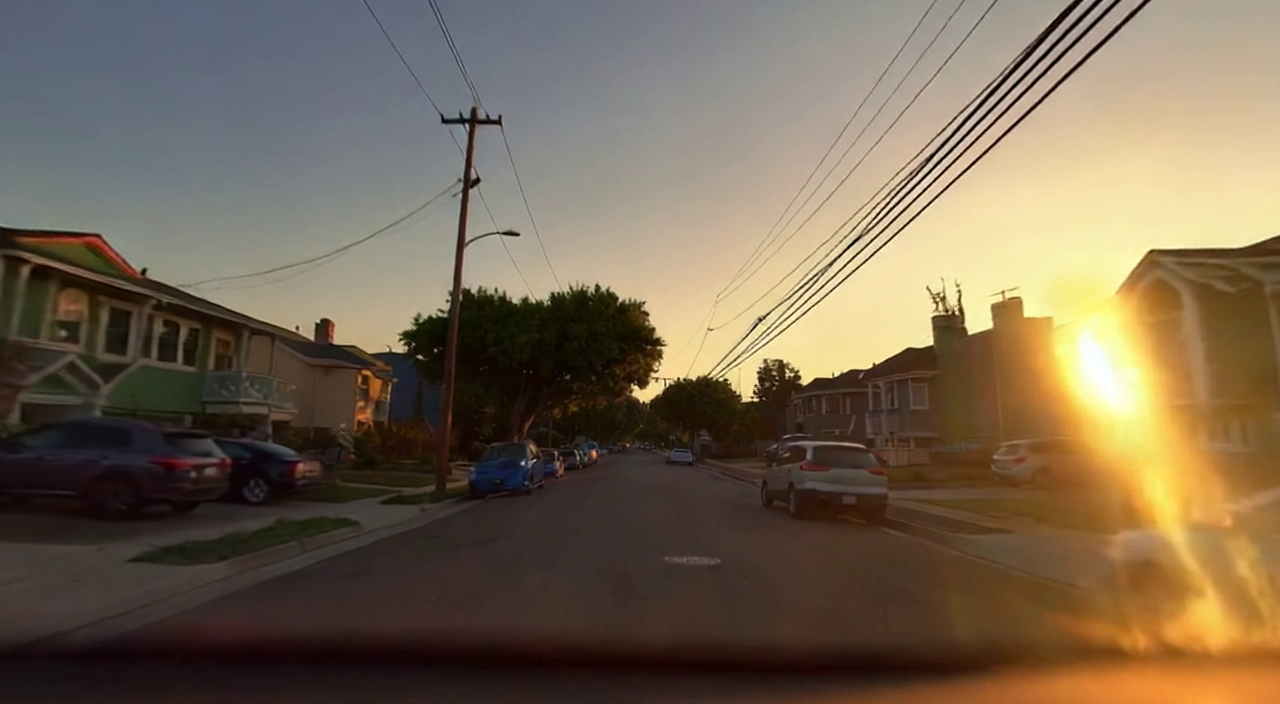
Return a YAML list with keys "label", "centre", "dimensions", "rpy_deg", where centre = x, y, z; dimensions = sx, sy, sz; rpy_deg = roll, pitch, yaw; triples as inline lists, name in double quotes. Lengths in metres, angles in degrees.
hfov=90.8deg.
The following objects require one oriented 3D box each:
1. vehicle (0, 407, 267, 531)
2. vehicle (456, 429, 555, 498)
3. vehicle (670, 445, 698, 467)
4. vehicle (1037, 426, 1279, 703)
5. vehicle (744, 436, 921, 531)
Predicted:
- label: "vehicle"
  centre: [-9.088, 1.890, 10.453]
  dimensions: [4.469, 1.816, 2.022]
  rpy_deg: [0, -8, -1]
- label: "vehicle"
  centre: [-4.028, 3.440, 19.913]
  dimensions: [2.057, 1.887, 5.053]
  rpy_deg: [0, -8, -1]
- label: "vehicle"
  centre: [3.320, 7.981, 48.770]
  dimensions: [1.916, 1.587, 3.986]
  rpy_deg: [0, -8, 1]
- label: "vehicle"
  centre: [3.713, 0.921, 1.865]
  dimensions: [1.862, 1.452, 4.737]
  rpy_deg: [0, -8, -2]
- label: "vehicle"
  centre: [3.542, 2.488, 12.649]
  dimensions: [2.019, 1.536, 4.405]
  rpy_deg: [0, -8, -2]
